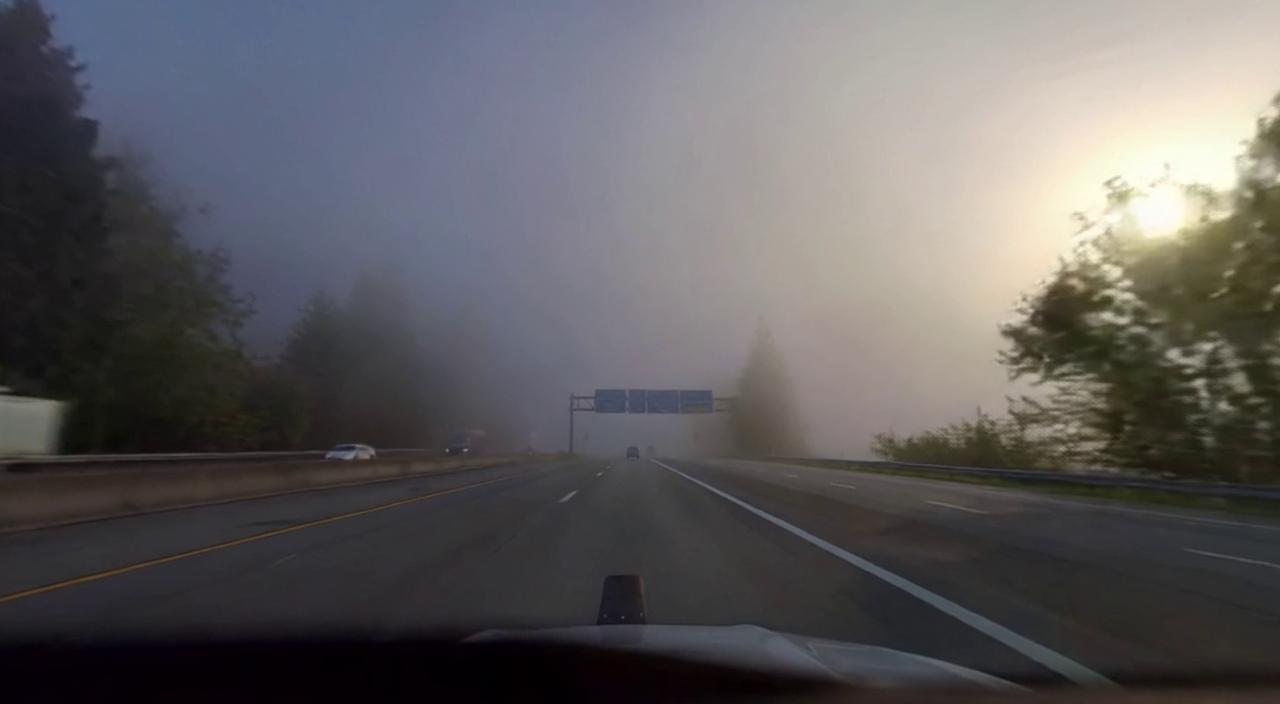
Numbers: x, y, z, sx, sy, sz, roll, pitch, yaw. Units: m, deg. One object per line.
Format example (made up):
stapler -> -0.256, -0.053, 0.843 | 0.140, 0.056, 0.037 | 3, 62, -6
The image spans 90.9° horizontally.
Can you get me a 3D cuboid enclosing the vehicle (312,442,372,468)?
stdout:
vehicle -> -16.748, 5.803, 35.578 | 1.645, 1.417, 3.633 | 0, -9, 0
